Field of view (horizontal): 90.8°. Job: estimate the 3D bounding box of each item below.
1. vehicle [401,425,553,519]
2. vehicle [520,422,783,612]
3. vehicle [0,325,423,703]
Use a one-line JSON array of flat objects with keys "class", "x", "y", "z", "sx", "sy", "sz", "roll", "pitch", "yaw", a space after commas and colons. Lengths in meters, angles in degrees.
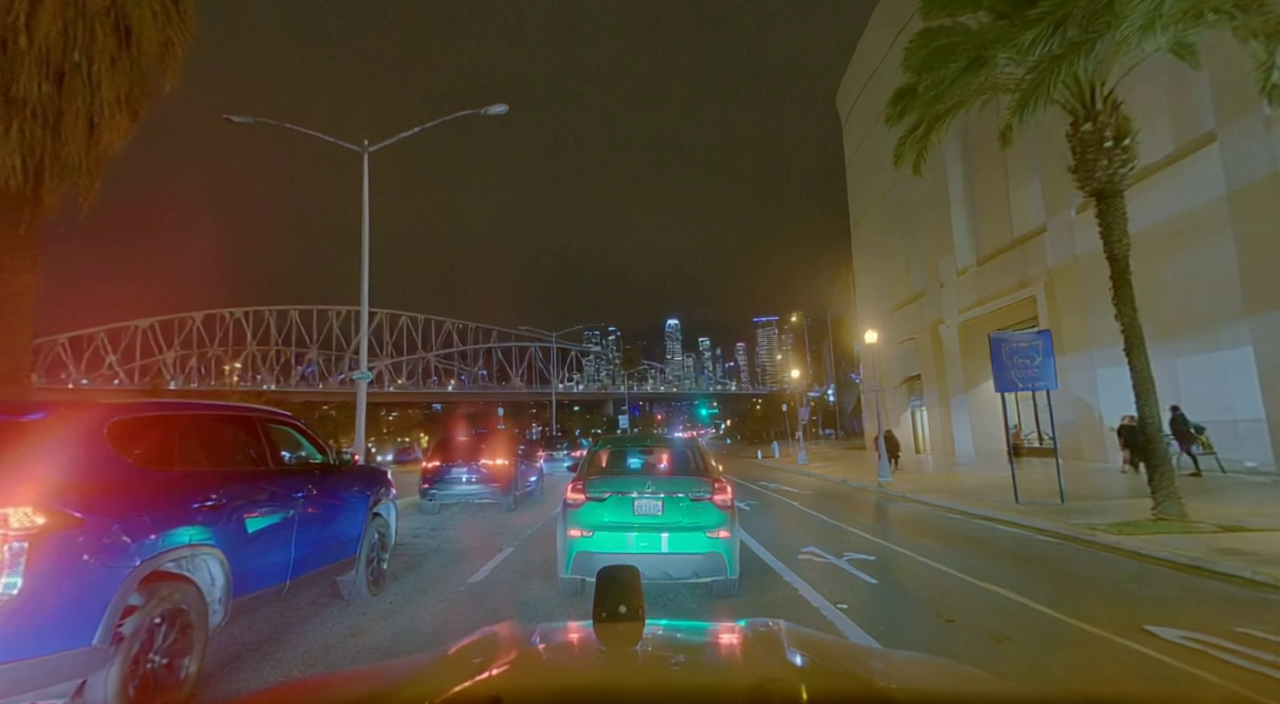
[{"class": "vehicle", "x": -3.174, "y": 2.425, "z": 13.244, "sx": 1.955, "sy": 1.637, "sz": 4.032, "roll": 0, "pitch": -8, "yaw": 2}, {"class": "vehicle", "x": 0.072, "y": 1.589, "z": 7.036, "sx": 2.036, "sy": 1.461, "sz": 4.129, "roll": 0, "pitch": -8, "yaw": -1}, {"class": "vehicle", "x": -3.261, "y": 1.075, "z": 4.200, "sx": 2.014, "sy": 1.740, "sz": 4.359, "roll": 0, "pitch": -8, "yaw": 1}]
